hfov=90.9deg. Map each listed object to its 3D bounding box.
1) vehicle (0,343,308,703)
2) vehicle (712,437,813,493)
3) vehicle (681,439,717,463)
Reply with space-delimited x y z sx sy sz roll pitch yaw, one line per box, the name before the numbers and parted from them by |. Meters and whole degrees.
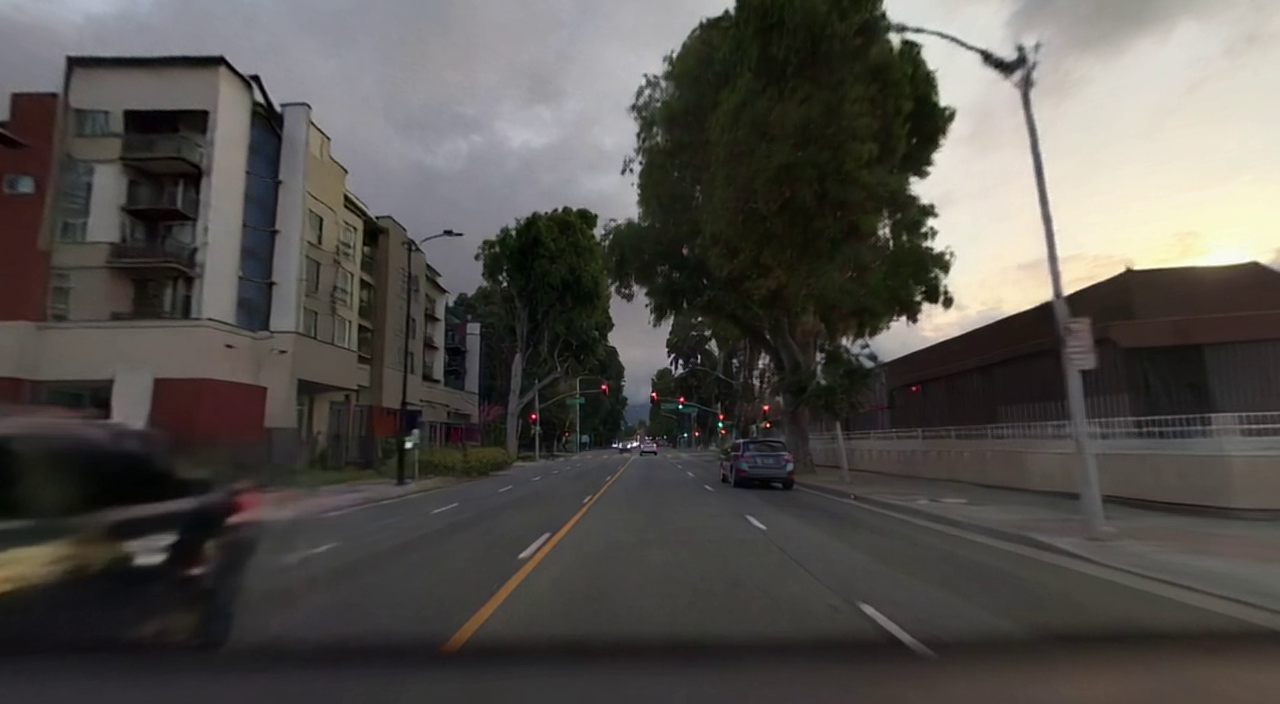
vehicle | -3.049 0.746 1.423 2.109 1.681 4.417 0 -9 1
vehicle | 3.572 3.393 19.353 2.072 1.471 4.834 0 -9 -1
vehicle | 4.147 7.061 45.007 2.035 1.564 4.719 0 -9 0
